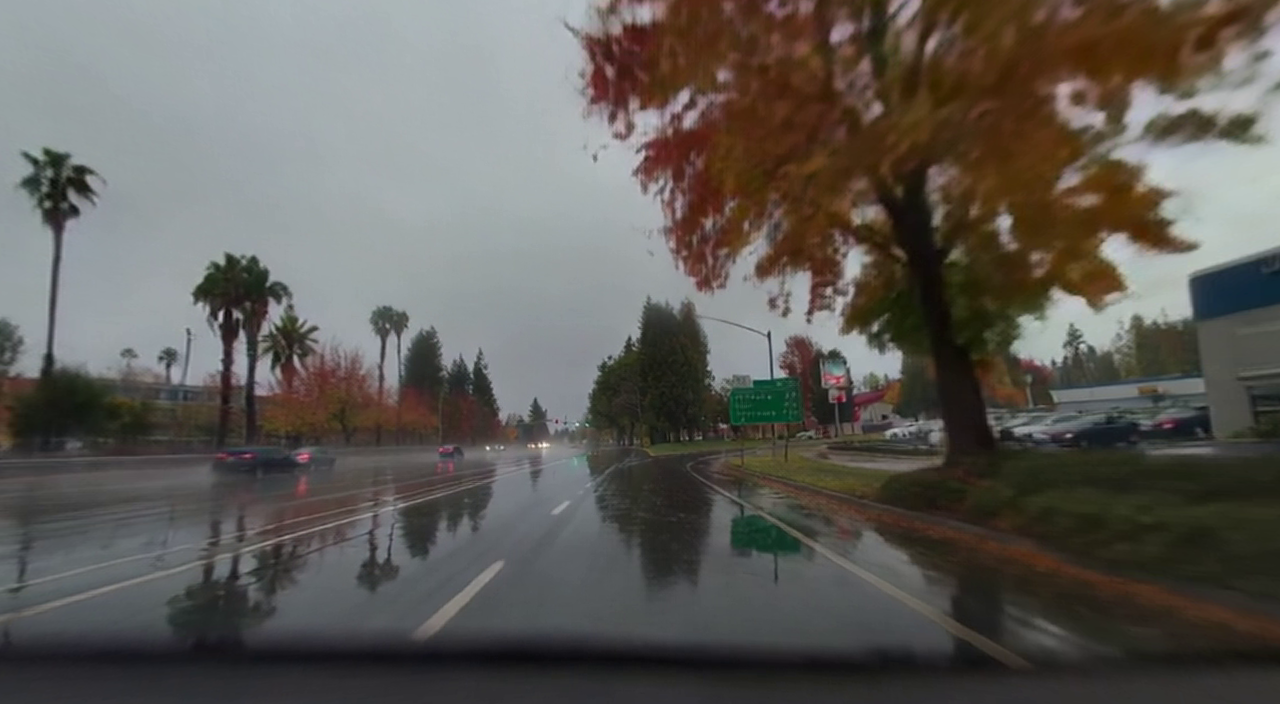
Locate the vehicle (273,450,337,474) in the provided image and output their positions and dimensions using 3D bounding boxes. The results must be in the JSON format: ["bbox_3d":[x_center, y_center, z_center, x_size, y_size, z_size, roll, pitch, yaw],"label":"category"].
[{"bbox_3d":[-22.863,7.477,43.151,1.903,1.510,4.569,0,-9,0],"label":"vehicle"}]

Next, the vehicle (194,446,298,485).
[{"bbox_3d":[-18.844,5.410,30.432,2.086,1.706,4.412,0,-9,1],"label":"vehicle"}]
